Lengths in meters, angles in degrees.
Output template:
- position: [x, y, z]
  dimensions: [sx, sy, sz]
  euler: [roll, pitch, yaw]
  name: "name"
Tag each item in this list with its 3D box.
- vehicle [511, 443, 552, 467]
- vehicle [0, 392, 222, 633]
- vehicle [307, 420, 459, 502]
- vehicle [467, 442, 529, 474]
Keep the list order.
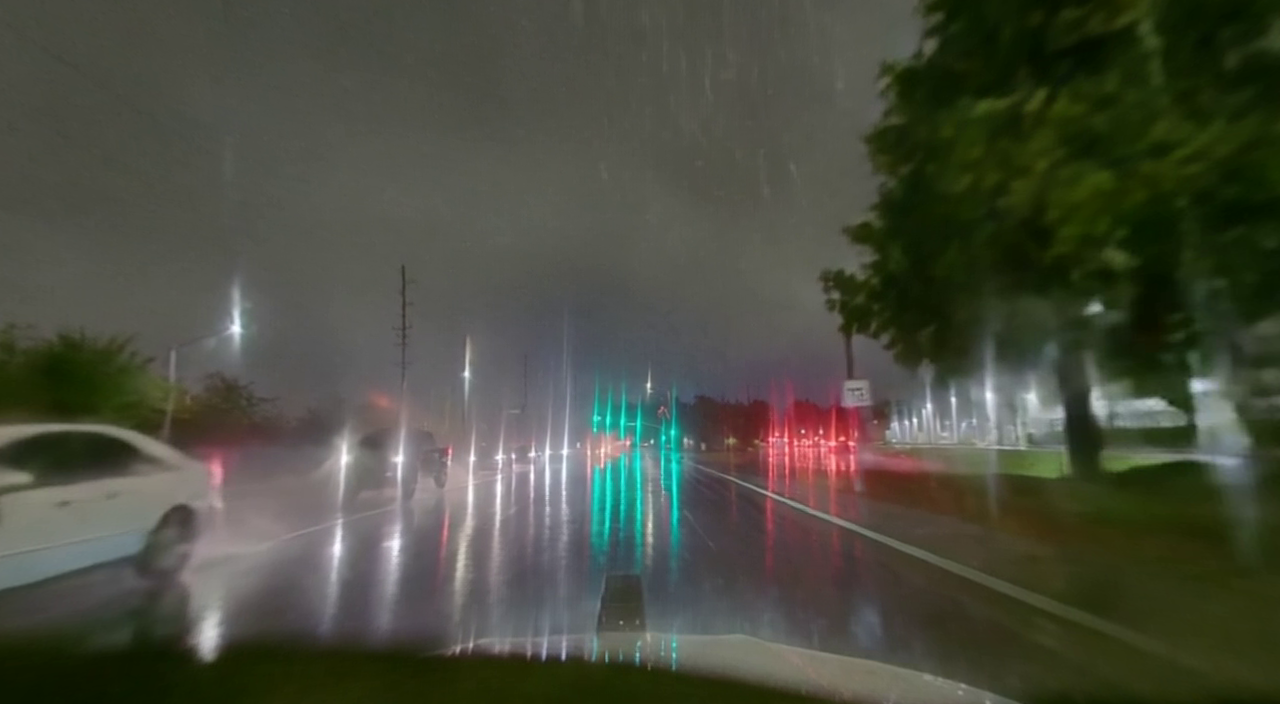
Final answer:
- position: [-7.187, 6.845, 42.193]
  dimensions: [2.008, 1.456, 4.409]
  euler: [0, -9, 0]
  name: "vehicle"
- position: [-5.625, 1.220, 4.997]
  dimensions: [2.041, 1.698, 4.094]
  euler: [1, -9, -5]
  name: "vehicle"
- position: [-6.649, 2.887, 17.110]
  dimensions: [2.337, 1.862, 4.924]
  euler: [1, -9, -4]
  name: "vehicle"
- position: [-7.245, 5.473, 32.865]
  dimensions: [2.030, 1.482, 4.818]
  euler: [0, -9, 1]
  name: "vehicle"
